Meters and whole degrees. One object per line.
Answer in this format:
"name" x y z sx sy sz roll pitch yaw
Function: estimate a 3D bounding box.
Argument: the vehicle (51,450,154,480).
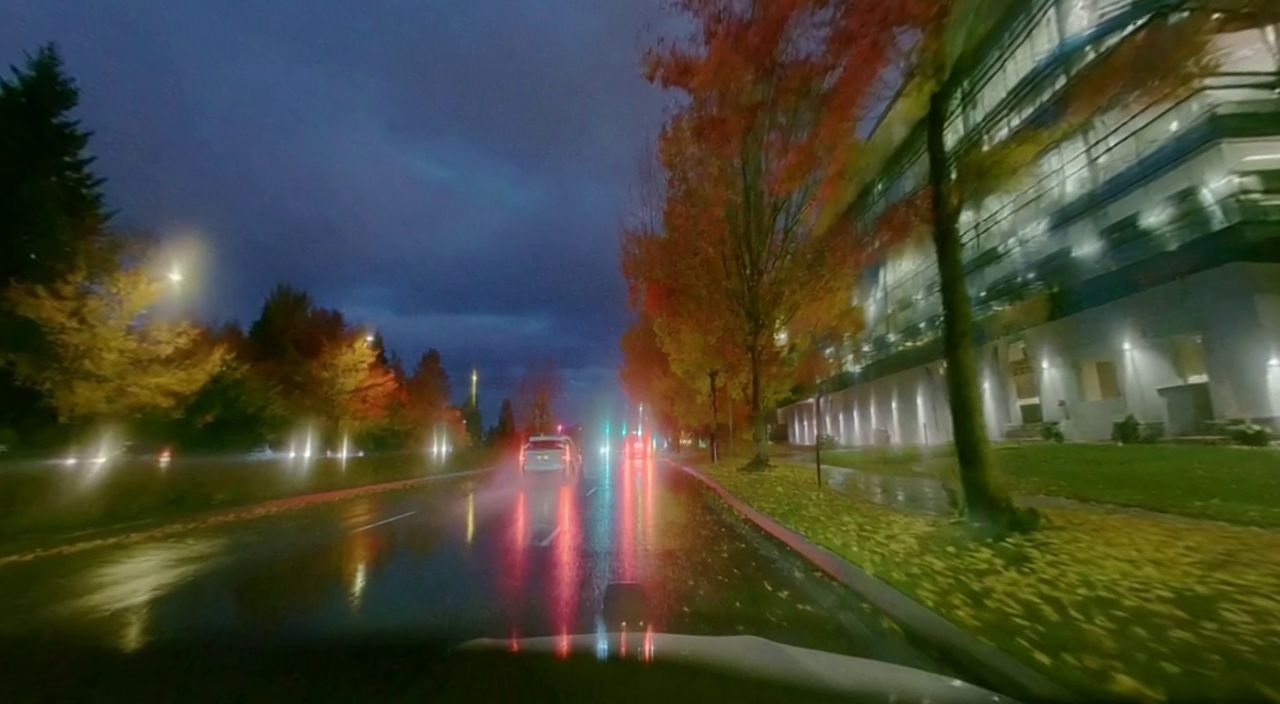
"vehicle" -30.465 6.388 35.880 1.793 1.486 4.631 0 -8 0

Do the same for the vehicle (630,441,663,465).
"vehicle" 0.387 6.579 41.295 2.040 1.493 3.682 0 -8 -1

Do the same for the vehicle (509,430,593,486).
"vehicle" -2.924 3.609 21.684 2.197 1.709 4.069 0 -8 1
